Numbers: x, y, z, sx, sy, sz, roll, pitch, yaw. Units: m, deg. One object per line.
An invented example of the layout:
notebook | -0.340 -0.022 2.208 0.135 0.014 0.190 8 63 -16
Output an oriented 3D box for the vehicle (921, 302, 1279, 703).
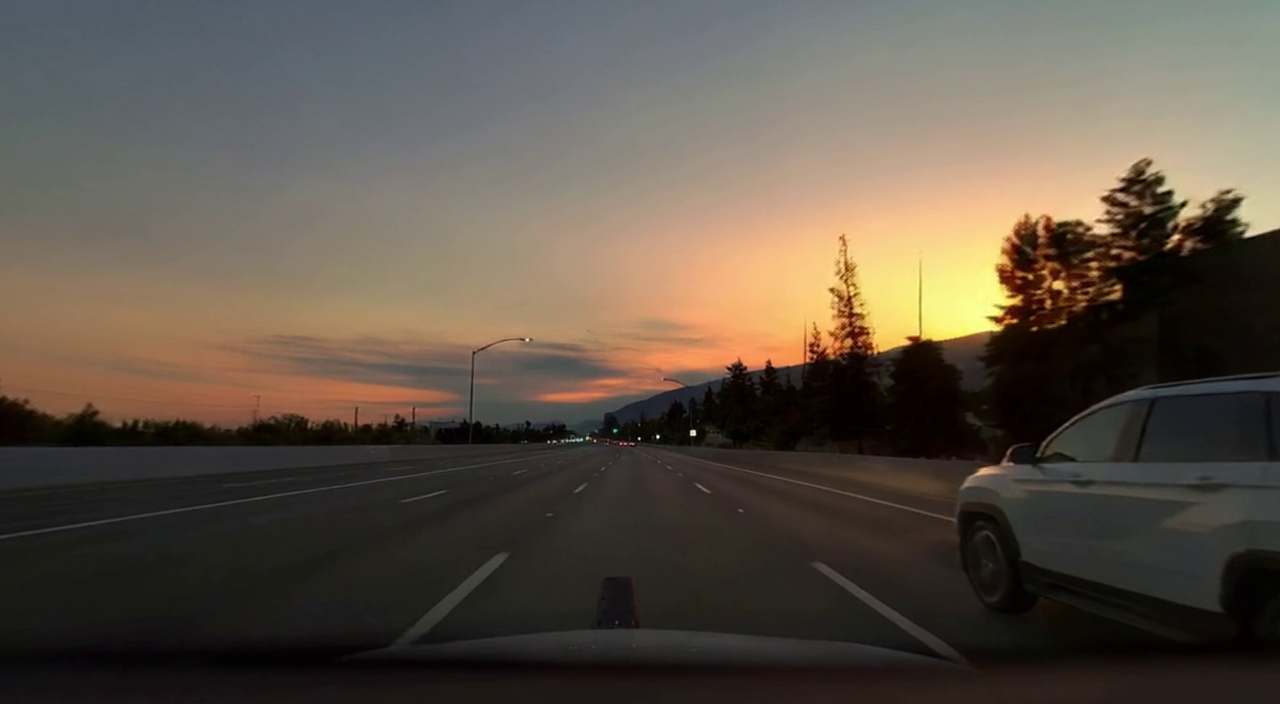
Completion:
vehicle | 3.603 0.755 2.918 2.212 1.753 5.064 0 -9 -1
